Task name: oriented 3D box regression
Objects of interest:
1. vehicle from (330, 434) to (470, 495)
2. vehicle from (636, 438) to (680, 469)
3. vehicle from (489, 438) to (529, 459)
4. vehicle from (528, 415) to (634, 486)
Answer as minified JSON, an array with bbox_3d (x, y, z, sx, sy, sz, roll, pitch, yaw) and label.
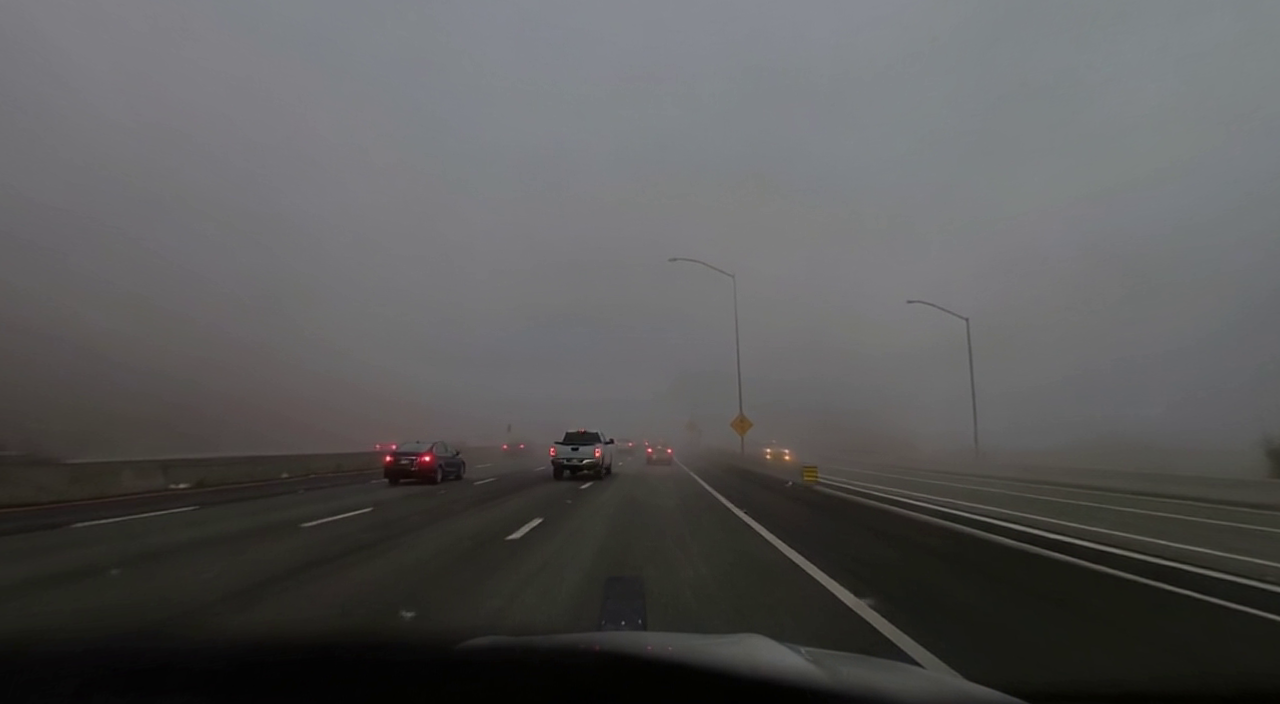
[{"bbox_3d":[-6.494,3.077,17.651,1.964,1.481,4.425,-1,-8,4],"label":"vehicle"},{"bbox_3d":[0.852,5.049,31.544,2.013,1.444,4.447,0,-8,0],"label":"vehicle"},{"bbox_3d":[-9.787,7.268,47.207,1.915,1.472,4.502,0,-8,2],"label":"vehicle"},{"bbox_3d":[-1.796,3.401,21.927,2.815,2.092,6.526,0,-8,2],"label":"vehicle"}]
